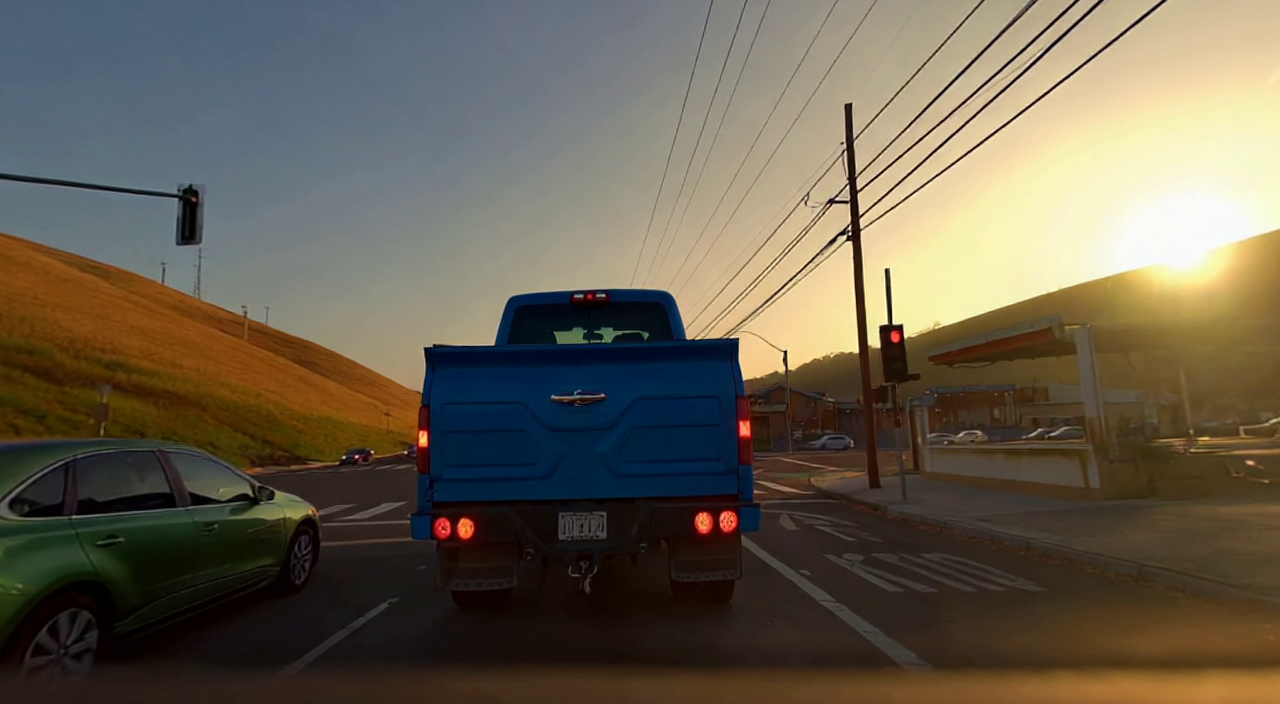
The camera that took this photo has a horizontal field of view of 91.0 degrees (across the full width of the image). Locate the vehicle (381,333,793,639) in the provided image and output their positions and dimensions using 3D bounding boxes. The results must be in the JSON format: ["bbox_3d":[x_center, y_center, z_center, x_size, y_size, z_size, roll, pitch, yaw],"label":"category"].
[{"bbox_3d":[-0.419,1.322,7.201,2.859,2.144,5.406,0,-9,-1],"label":"vehicle"}]

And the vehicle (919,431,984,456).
[{"bbox_3d":[22.541,6.627,45.513,5.021,1.757,2.012,6,-11,-36],"label":"vehicle"}]

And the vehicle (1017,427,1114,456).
[{"bbox_3d":[25.574,5.392,37.916,4.419,1.496,1.854,-2,-9,1],"label":"vehicle"}]

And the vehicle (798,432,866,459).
[{"bbox_3d":[13.466,6.552,44.046,4.975,1.799,2.117,7,-11,-40],"label":"vehicle"}]

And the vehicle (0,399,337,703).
[{"bbox_3d":[-3.956,1.188,3.974,2.017,1.555,4.150,-1,-9,0],"label":"vehicle"}]

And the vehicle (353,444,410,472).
[{"bbox_3d":[-17.106,7.015,41.909,2.133,1.690,4.331,0,-9,-3],"label":"vehicle"}]
